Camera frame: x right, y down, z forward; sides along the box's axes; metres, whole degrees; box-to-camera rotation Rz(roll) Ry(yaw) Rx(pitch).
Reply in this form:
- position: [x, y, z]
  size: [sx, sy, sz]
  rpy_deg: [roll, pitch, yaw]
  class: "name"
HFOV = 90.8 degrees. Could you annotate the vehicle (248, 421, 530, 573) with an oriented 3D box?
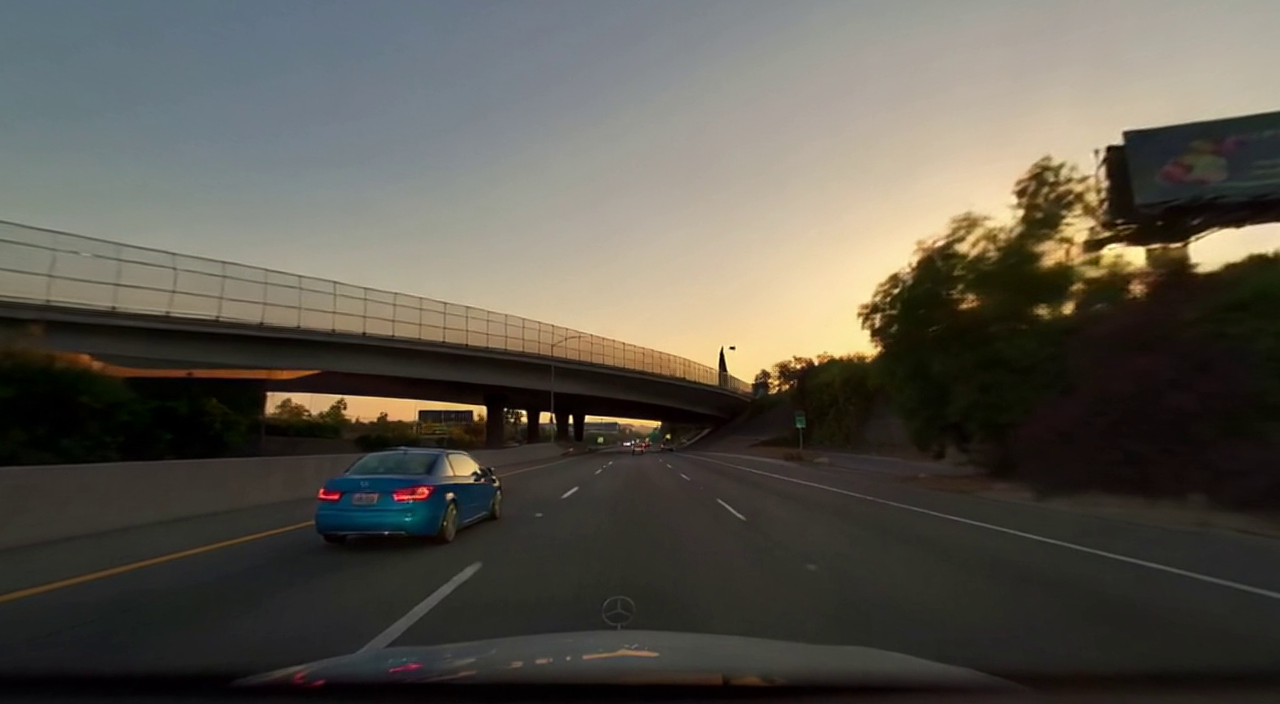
- position: [-3.017, 1.844, 8.904]
  size: [2.029, 1.557, 4.570]
  rpy_deg: [0, -8, 1]
  class: "vehicle"
